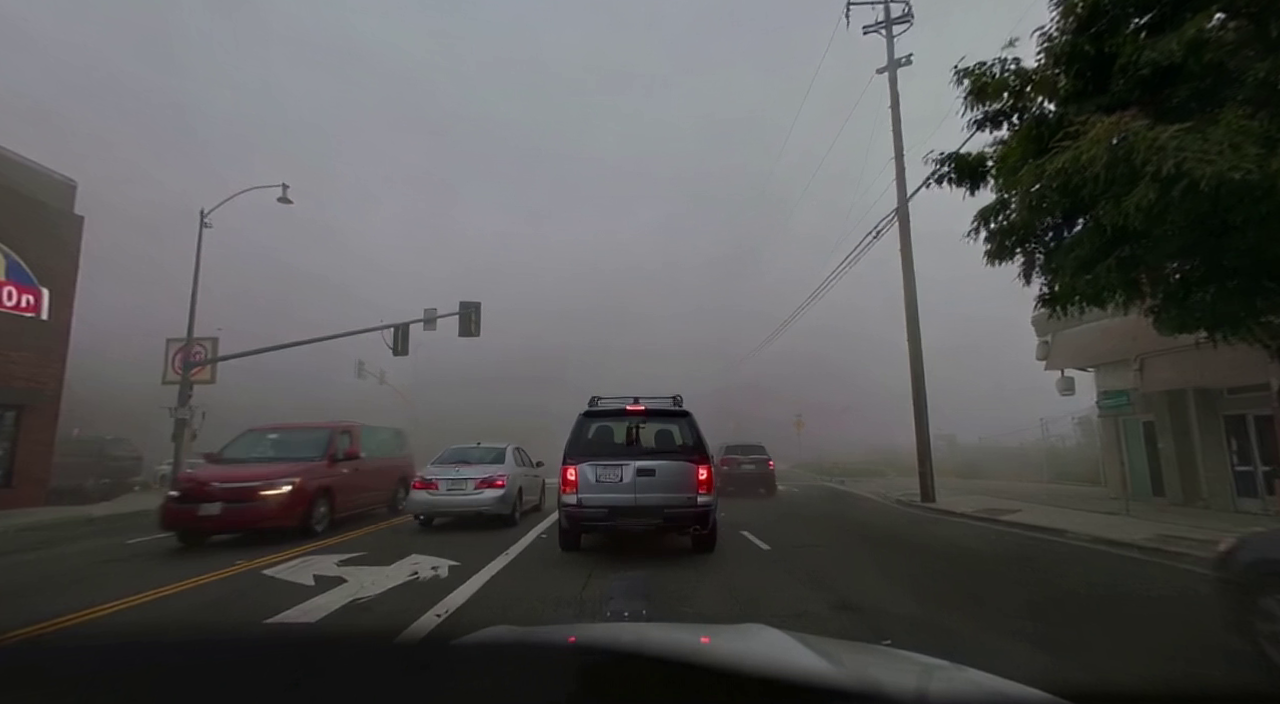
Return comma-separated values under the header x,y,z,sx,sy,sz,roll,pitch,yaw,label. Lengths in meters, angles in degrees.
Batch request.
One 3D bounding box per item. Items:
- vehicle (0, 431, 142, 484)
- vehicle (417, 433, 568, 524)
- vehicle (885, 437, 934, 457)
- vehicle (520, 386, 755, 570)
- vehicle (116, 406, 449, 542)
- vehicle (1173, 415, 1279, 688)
x,y,z,sx,sy,sz,roll,pitch,yaw,label
-24.264,4.299,26.024,2.131,1.887,6.053,-1,-8,5,vehicle
-2.857,2.550,13.356,1.975,1.570,4.456,0,-8,2,vehicle
21.089,7.474,49.491,1.889,1.496,4.092,0,-9,-3,vehicle
-0.056,1.803,9.851,2.638,2.065,5.313,0,-8,-1,vehicle
-6.547,2.377,13.098,3.233,2.097,6.390,0,-8,-1,vehicle
4.604,0.871,1.772,1.994,1.545,4.919,0,-8,2,vehicle
